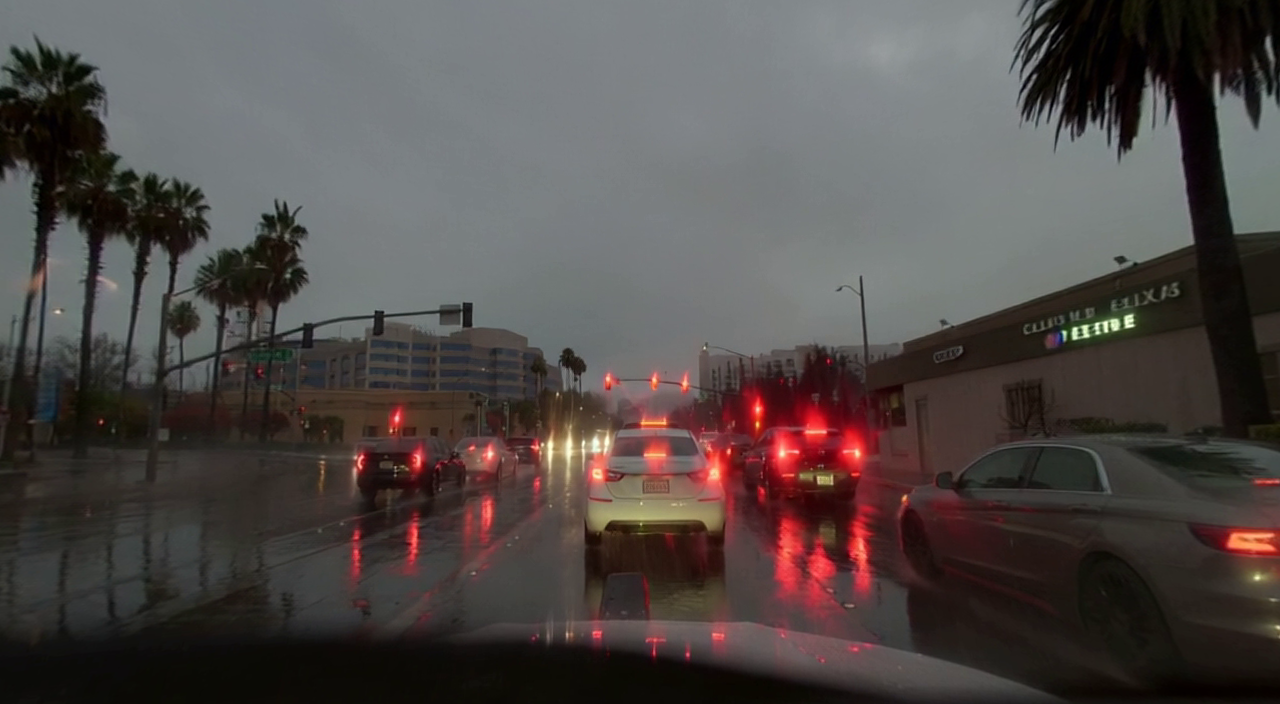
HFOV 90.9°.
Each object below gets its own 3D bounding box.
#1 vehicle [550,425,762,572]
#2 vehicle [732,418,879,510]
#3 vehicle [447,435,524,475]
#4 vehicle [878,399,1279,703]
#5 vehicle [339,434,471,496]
[{"bbox_3d":[0.178,1.787,8.458,2.140,1.474,4.026,0,-8,0],"label":"vehicle"},{"bbox_3d":[3.496,2.468,14.303,2.169,1.751,4.276,0,-8,0],"label":"vehicle"},{"bbox_3d":[-6.041,4.096,25.219,1.822,1.456,4.396,-1,-8,2],"label":"vehicle"},{"bbox_3d":[3.538,1.227,4.479,1.910,1.490,4.661,0,-8,1],"label":"vehicle"},{"bbox_3d":[-6.252,3.052,17.388,1.900,1.487,4.165,0,-8,2],"label":"vehicle"}]
